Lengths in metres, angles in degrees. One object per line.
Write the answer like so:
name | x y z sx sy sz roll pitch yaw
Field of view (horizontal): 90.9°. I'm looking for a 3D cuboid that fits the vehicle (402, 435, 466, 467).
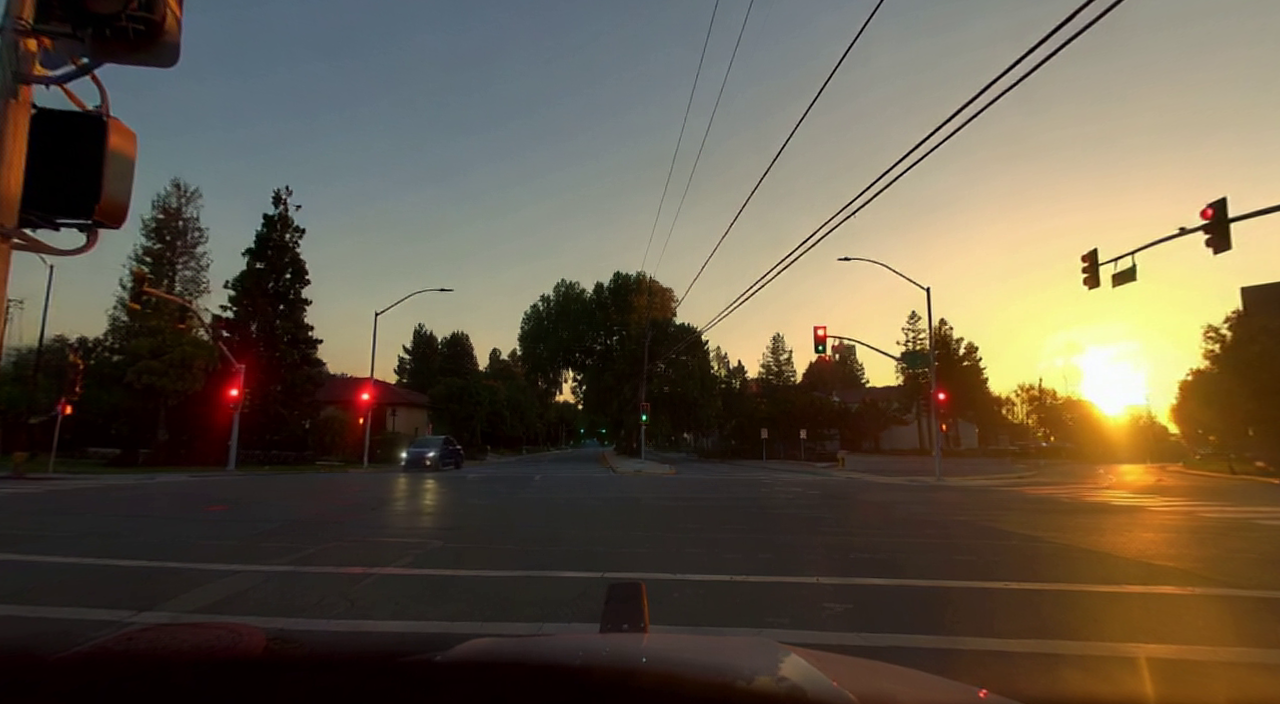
vehicle | -12.650 6.122 39.030 2.238 1.827 5.007 0 -8 0
